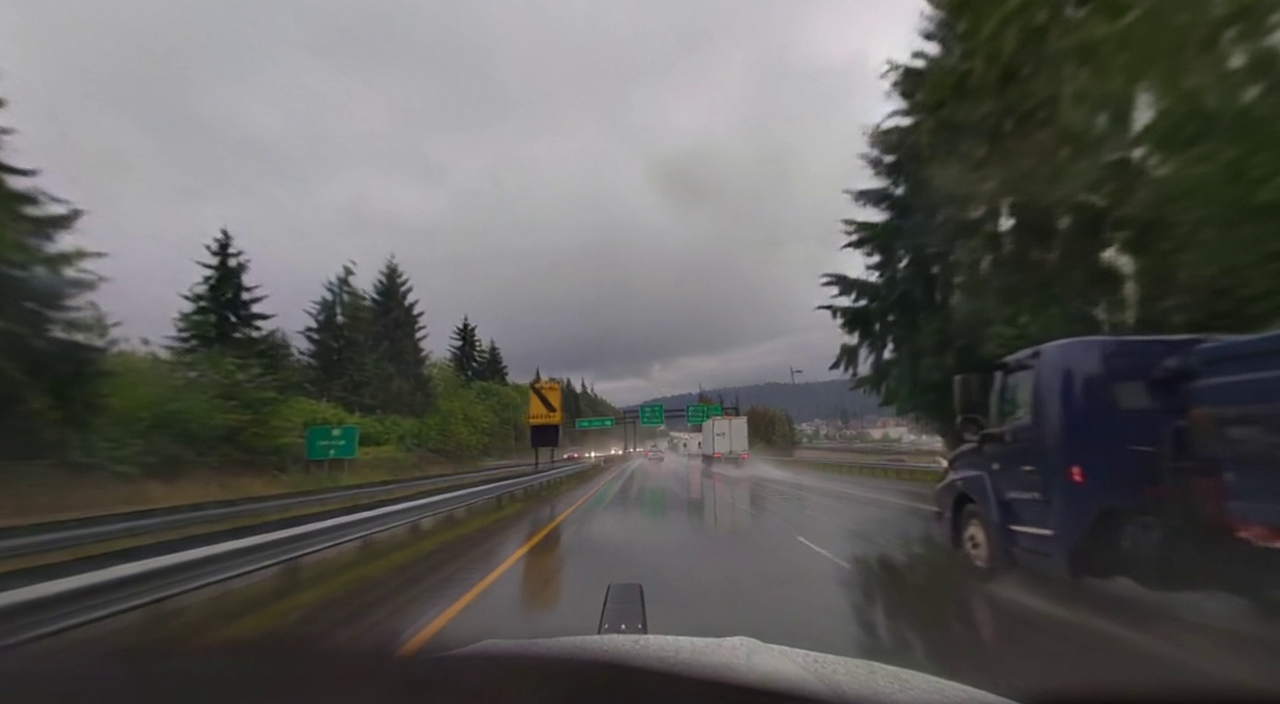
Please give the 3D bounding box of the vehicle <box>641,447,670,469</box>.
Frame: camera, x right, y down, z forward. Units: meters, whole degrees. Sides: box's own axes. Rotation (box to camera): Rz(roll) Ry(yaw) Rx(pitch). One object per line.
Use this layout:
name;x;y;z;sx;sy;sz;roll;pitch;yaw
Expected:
vehicle;1.127;7.822;46.741;2.049;1.500;3.790;0;-9;0

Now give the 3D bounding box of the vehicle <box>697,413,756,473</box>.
vehicle;5.206;5.674;39.211;2.743;3.367;7.306;0;-9;1

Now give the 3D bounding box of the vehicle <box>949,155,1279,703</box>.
vehicle;4.388;0.467;3.140;2.569;2.783;5.984;0;-9;0
